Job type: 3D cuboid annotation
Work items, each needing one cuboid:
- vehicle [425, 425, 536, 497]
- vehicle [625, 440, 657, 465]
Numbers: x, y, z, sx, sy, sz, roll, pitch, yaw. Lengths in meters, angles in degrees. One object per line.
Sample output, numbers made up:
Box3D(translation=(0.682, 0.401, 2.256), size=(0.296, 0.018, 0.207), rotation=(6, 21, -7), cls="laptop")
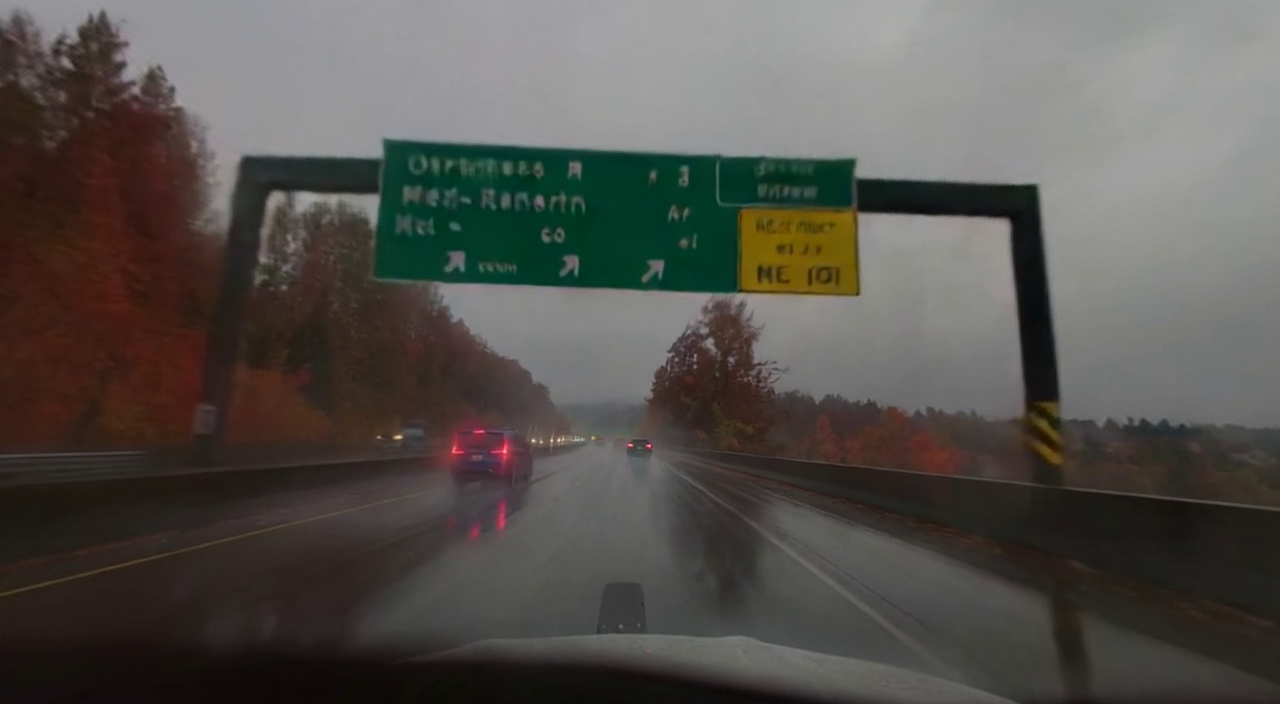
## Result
Box3D(translation=(-4.183, 2.929, 17.288), size=(1.924, 1.720, 4.195), rotation=(0, -8, 0), cls="vehicle")
Box3D(translation=(0.024, 6.438, 40.509), size=(1.939, 1.497, 3.863), rotation=(0, -8, -1), cls="vehicle")
